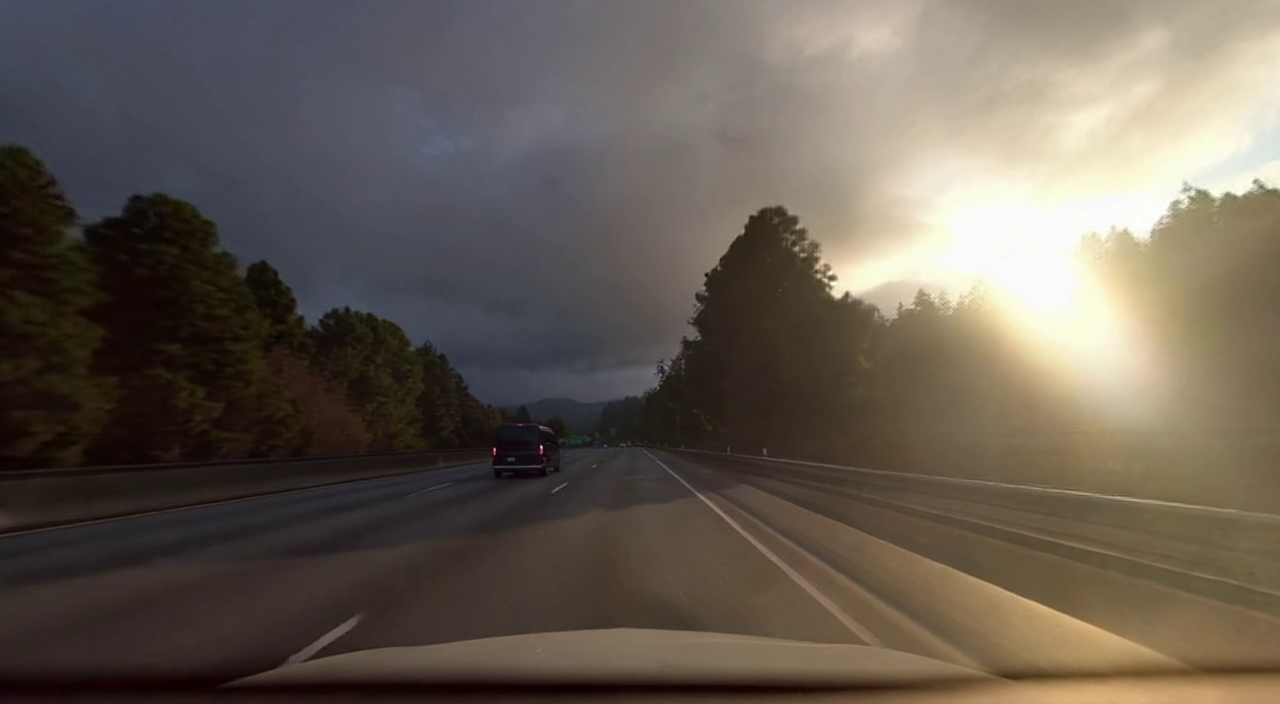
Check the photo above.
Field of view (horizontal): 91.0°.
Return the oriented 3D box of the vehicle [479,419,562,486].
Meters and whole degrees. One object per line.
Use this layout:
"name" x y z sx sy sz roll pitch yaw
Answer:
"vehicle" -4.016 3.473 22.000 1.976 2.029 4.737 -1 -8 0
